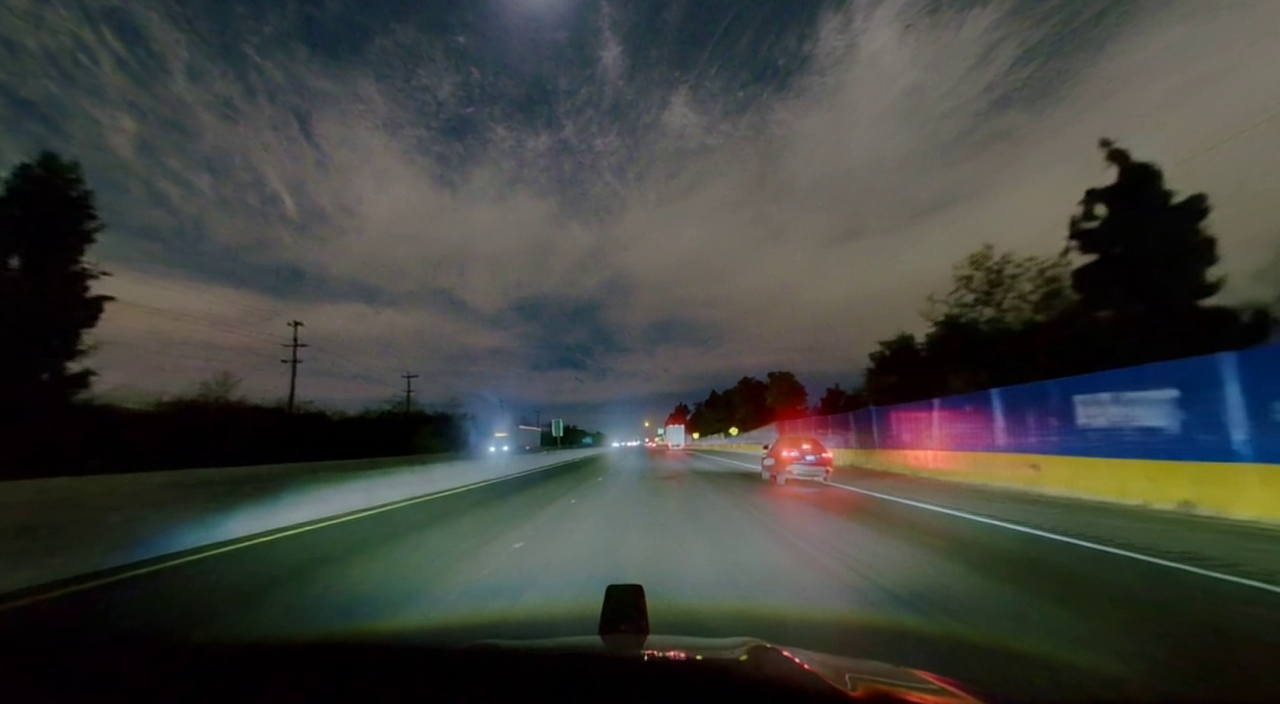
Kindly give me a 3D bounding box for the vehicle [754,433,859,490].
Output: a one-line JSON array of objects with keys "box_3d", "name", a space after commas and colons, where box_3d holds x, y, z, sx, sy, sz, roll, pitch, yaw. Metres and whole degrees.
[{"box_3d": [4.741, 3.162, 18.539, 1.991, 1.494, 3.951, 0, -8, 0], "name": "vehicle"}]
